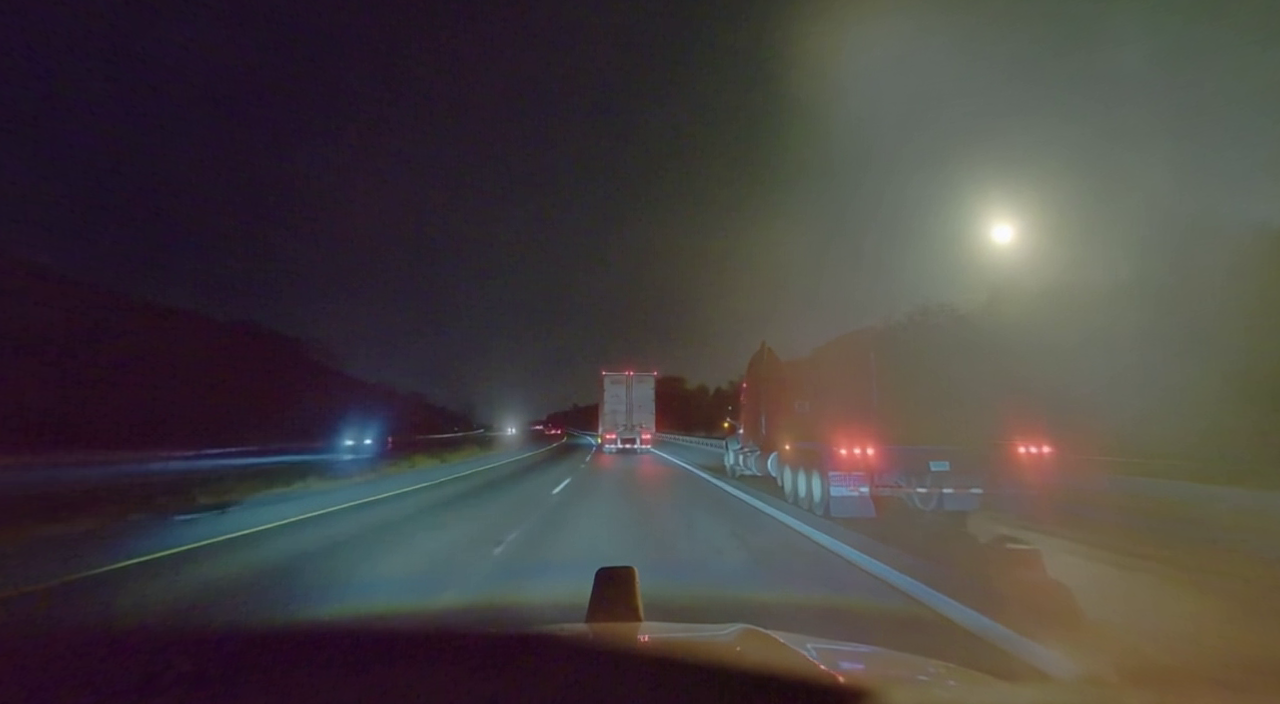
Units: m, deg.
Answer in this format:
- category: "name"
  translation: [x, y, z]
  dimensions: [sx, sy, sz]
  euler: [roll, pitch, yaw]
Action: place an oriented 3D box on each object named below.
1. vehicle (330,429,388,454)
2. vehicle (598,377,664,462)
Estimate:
- category: "vehicle"
  translation: [-18.340, 5.849, 41.320]
  dimensions: [1.879, 1.515, 4.554]
  euler: [0, -8, -2]
- category: "vehicle"
  translation: [-0.633, 3.828, 34.500]
  dimensions: [3.023, 3.965, 10.402]
  euler: [0, -8, -2]
